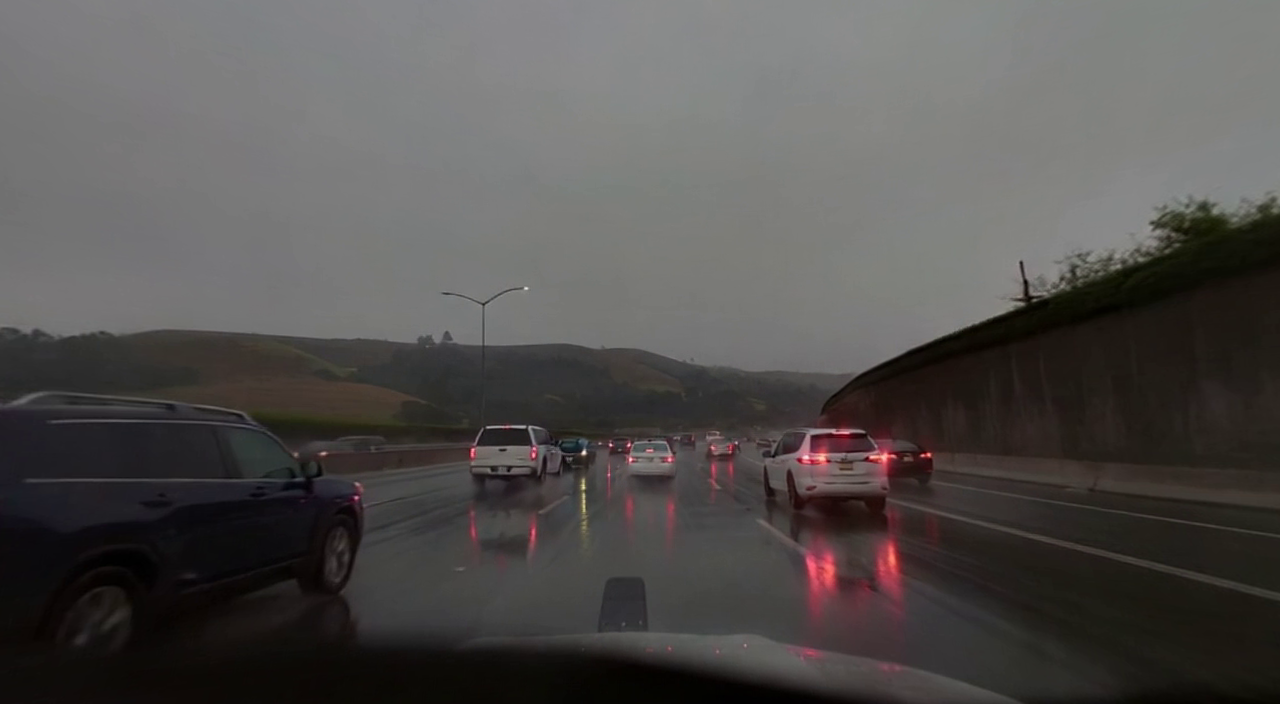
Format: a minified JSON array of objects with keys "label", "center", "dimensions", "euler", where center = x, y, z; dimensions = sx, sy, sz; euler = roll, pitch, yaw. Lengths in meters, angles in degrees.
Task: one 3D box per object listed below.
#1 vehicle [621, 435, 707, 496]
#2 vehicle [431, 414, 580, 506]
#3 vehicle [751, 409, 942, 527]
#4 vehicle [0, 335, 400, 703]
[{"label":"vehicle","center":[0.651,3.105,17.721],"dimensions":[2.105,1.471,4.349],"euler":[0,-8,2]},{"label":"vehicle","center":[-3.081,2.641,15.946],"dimensions":[2.301,1.902,5.374],"euler":[0,-8,3]},{"label":"vehicle","center":[3.512,2.079,11.823],"dimensions":[2.046,1.765,4.534],"euler":[0,-8,0]},{"label":"vehicle","center":[-3.594,1.041,4.152],"dimensions":[2.179,1.723,4.410],"euler":[0,-8,1]}]
